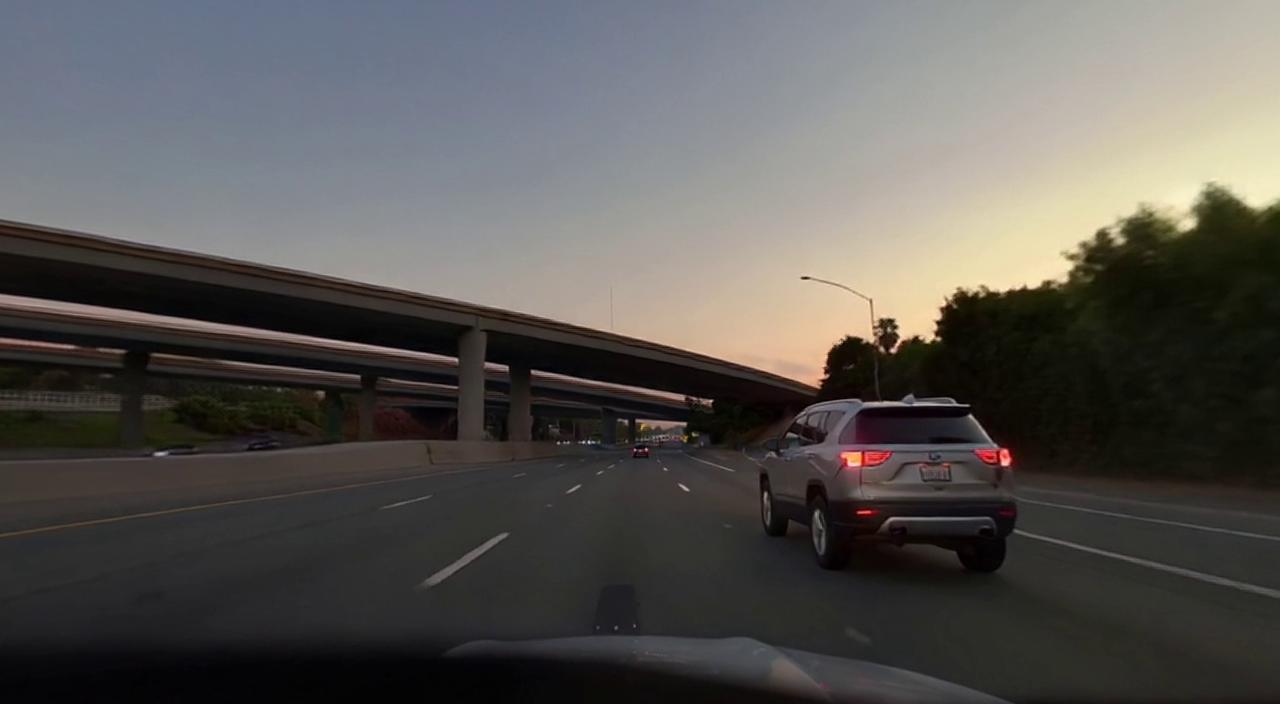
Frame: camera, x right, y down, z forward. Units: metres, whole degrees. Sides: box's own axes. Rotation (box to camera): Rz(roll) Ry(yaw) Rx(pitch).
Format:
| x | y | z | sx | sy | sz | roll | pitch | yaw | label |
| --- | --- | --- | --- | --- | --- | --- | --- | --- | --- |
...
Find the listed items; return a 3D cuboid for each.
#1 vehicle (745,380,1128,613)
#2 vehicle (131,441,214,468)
| x | y | z | sx | sy | sz | roll | pitch | yaw | label |
| --- | --- | --- | --- | --- | --- | --- | --- | --- | --- |
| 2.891 | 1.570 | 7.797 | 2.155 | 1.918 | 4.945 | 0 | -9 | -2 | vehicle |
| -28.797 | 6.342 | 39.098 | 1.866 | 1.539 | 4.408 | 0 | -9 | -3 | vehicle |
